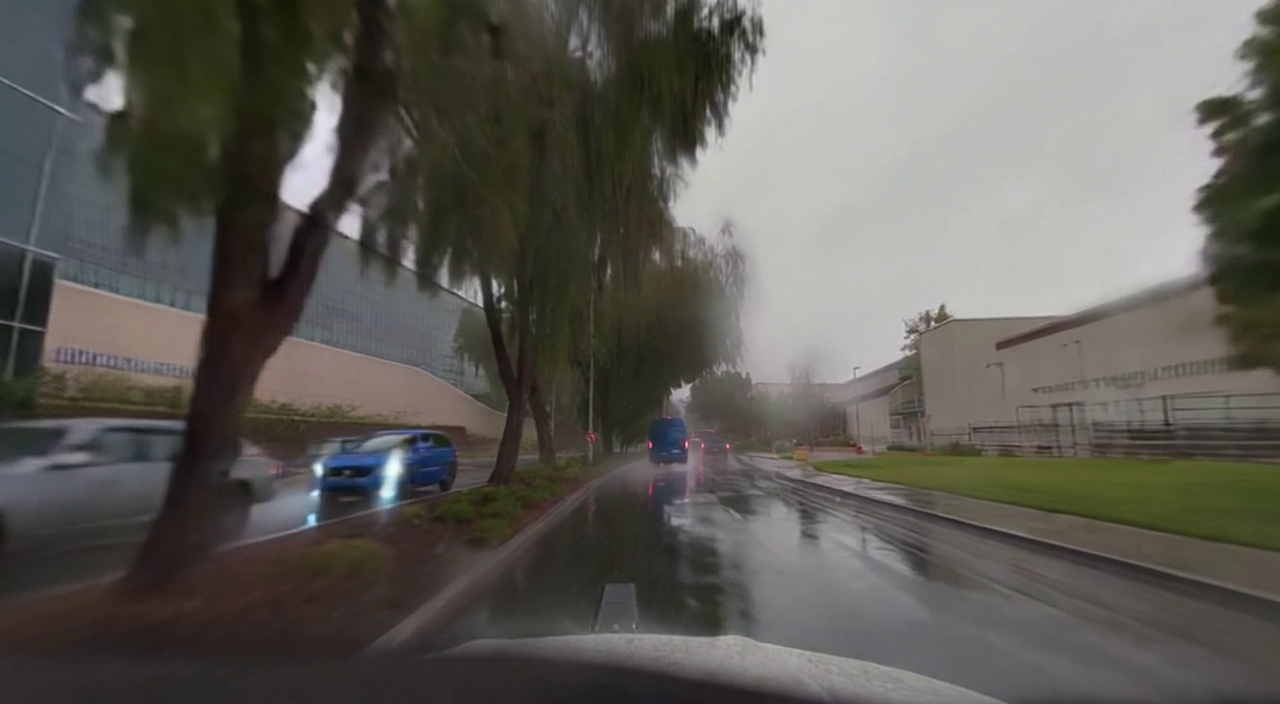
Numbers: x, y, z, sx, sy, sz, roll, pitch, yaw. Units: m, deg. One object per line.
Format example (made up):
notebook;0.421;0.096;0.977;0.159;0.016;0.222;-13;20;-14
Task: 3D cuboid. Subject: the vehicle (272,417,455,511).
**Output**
vehicle;-5.562;2.337;13.397;1.935;1.633;4.247;-1;-9;0

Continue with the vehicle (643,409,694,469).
vehicle;1.590;4.526;32.887;2.435;2.816;5.232;0;-8;5

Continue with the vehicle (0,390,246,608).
vehicle;-5.682;1.260;5.682;1.893;1.587;3.595;0;-9;0
